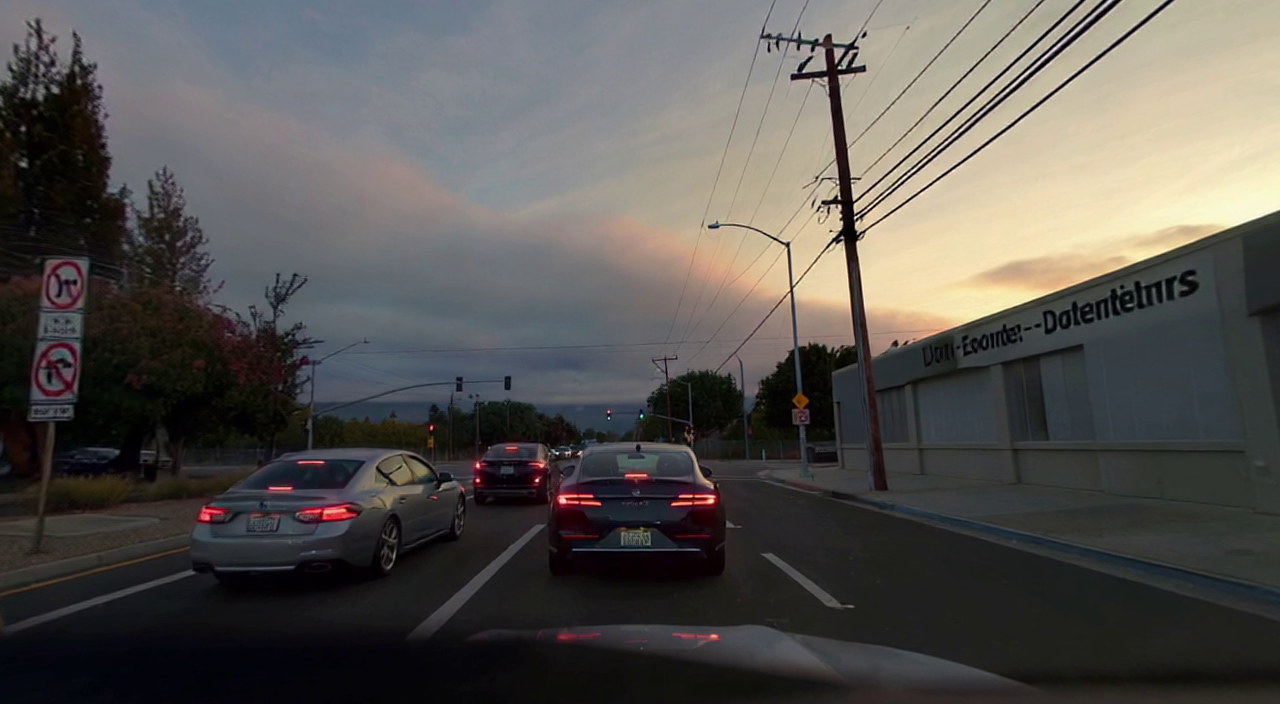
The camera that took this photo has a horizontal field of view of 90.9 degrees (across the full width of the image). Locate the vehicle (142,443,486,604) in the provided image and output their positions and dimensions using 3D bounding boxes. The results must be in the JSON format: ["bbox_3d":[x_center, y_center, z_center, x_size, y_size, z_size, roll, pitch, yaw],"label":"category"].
[{"bbox_3d":[-3.229,1.738,7.323,1.765,1.319,4.013,0,-9,2],"label":"vehicle"}]

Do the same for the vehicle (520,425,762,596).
[{"bbox_3d":[-0.002,1.679,7.536,2.101,1.469,3.955,0,-9,0],"label":"vehicle"}]
